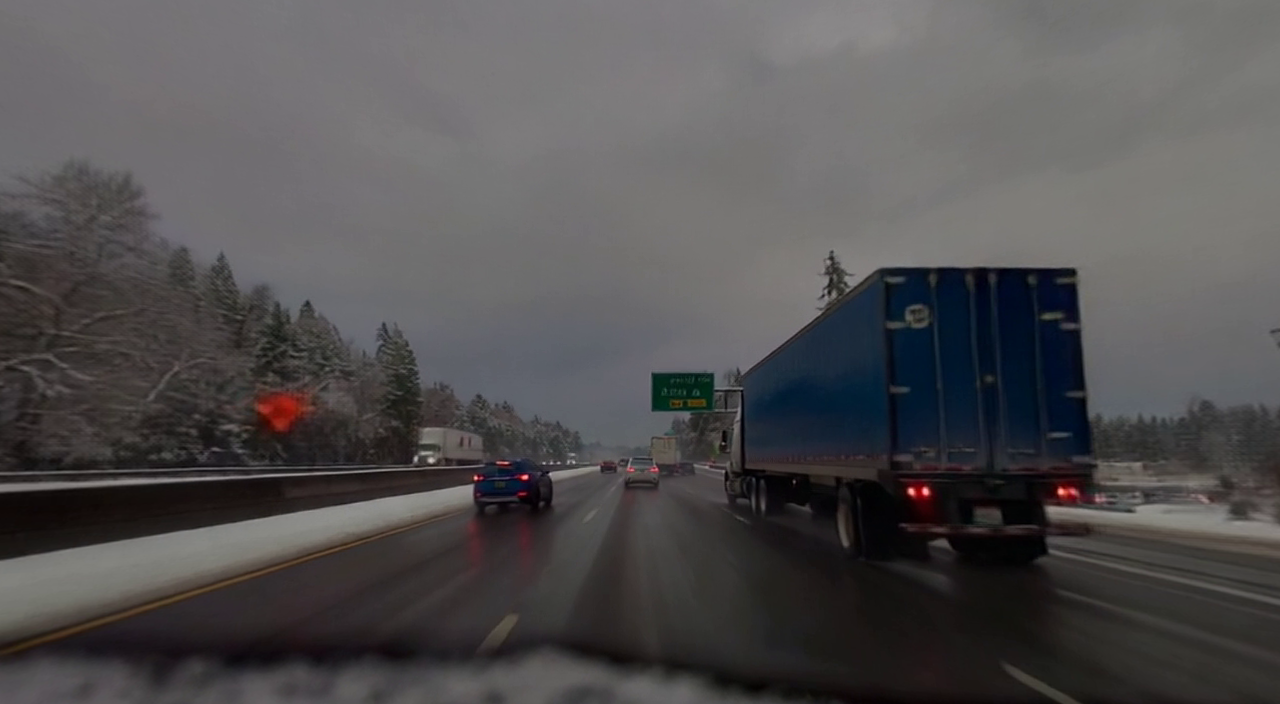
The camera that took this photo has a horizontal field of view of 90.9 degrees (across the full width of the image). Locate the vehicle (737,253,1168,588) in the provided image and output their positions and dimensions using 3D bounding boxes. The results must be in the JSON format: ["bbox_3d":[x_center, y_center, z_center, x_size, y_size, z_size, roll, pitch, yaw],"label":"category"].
[{"bbox_3d":[4.734,1.836,14.476,2.877,4.035,13.897,0,-9,0],"label":"vehicle"}]

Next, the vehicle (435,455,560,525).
[{"bbox_3d":[-3.370,3.353,15.845,2.105,1.467,4.099,0,-9,1],"label":"vehicle"}]

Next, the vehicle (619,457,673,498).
[{"bbox_3d":[0.231,5.264,26.756,2.089,1.516,4.191,0,-9,0],"label":"vehicle"}]

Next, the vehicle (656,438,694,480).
[{"bbox_3d":[2.814,8.318,48.975,2.650,2.978,6.937,-1,-10,5],"label":"vehicle"}]
